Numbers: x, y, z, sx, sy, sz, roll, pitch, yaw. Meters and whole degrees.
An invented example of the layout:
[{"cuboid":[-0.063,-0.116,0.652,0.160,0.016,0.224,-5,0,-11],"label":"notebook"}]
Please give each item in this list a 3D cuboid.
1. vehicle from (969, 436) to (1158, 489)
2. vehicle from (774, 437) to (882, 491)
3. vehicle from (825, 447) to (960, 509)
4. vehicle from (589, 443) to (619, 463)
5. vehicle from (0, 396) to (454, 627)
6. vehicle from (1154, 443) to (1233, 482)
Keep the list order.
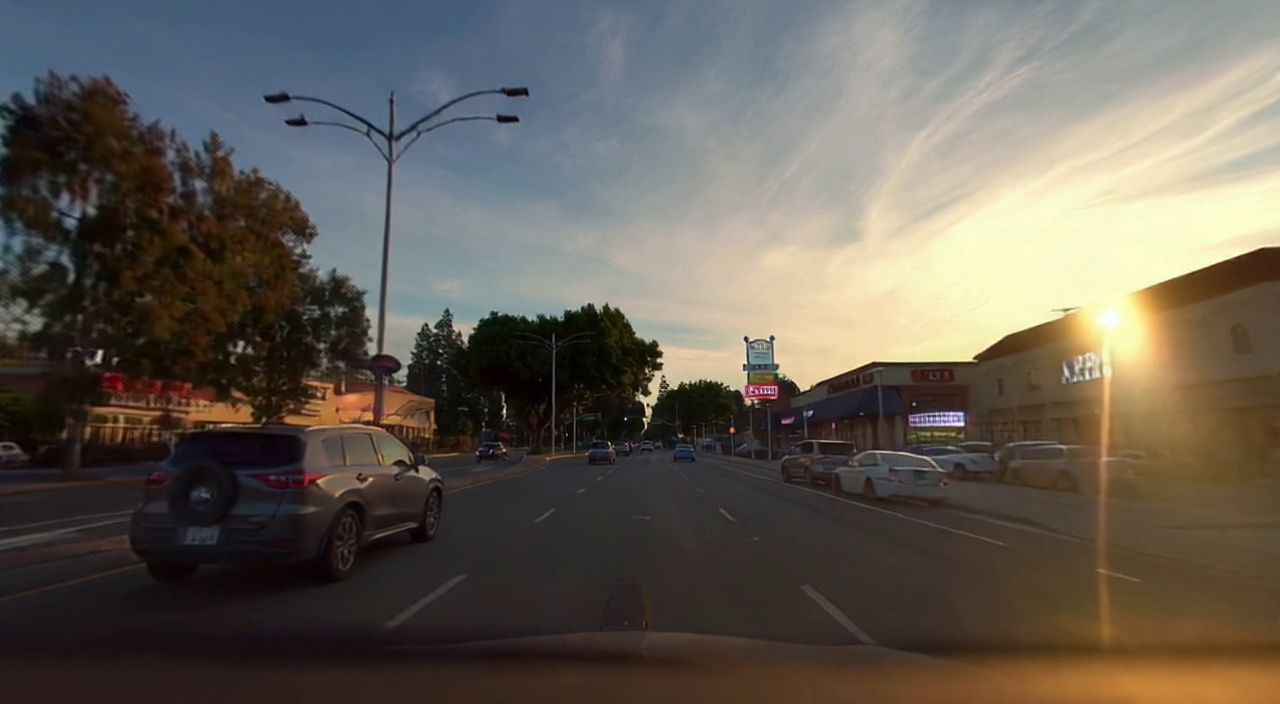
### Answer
[{"cuboid":[15.208,3.934,22.875,5.326,1.690,2.007,-8,-11,42],"label":"vehicle"},{"cuboid":[6.913,4.178,24.073,2.335,1.790,5.991,0,-8,1],"label":"vehicle"},{"cuboid":[6.710,3.361,17.372,1.888,1.425,4.547,0,-8,1],"label":"vehicle"},{"cuboid":[-2.705,7.760,48.711,2.005,1.446,4.265,0,-8,1],"label":"vehicle"},{"cuboid":[-3.552,1.429,6.545,1.983,1.635,3.957,0,-8,1],"label":"vehicle"},{"cuboid":[26.395,5.191,30.000,4.673,1.696,1.922,7,-11,-39],"label":"vehicle"}]
